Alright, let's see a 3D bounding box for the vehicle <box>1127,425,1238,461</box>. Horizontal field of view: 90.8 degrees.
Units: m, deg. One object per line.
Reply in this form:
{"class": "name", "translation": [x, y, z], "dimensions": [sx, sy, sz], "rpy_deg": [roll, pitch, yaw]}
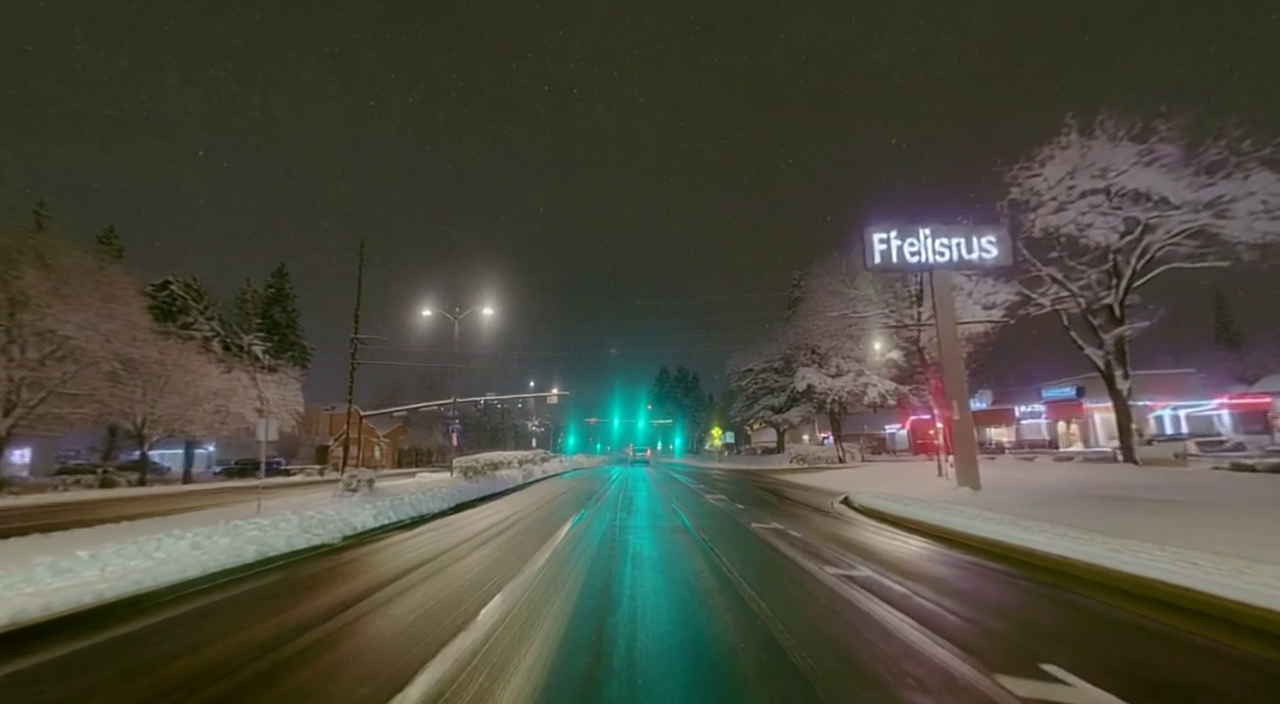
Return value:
{"class": "vehicle", "translation": [31.093, 5.290, 36.458], "dimensions": [1.966, 1.767, 4.697], "rpy_deg": [-4, -10, -2]}
